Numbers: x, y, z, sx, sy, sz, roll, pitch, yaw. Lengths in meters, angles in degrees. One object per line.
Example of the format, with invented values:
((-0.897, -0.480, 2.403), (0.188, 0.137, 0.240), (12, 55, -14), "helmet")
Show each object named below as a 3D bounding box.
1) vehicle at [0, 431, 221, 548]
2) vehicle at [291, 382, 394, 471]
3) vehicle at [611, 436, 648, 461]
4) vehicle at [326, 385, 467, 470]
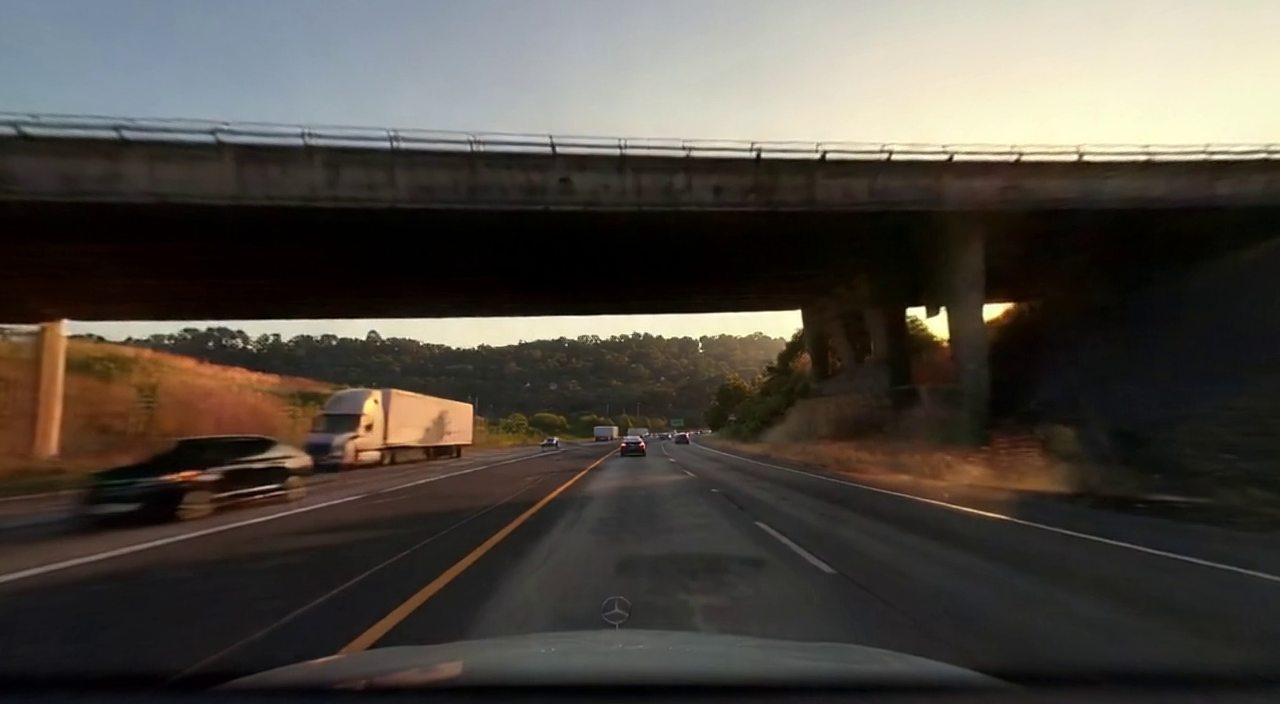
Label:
((-8.405, 1.883, 9.381), (1.790, 1.375, 3.778), (0, -7, -2), "vehicle")
((-13.671, 3.457, 29.234), (3.204, 3.934, 2.841), (0, -7, -1), "vehicle")
((-0.615, 5.481, 35.946), (1.996, 1.325, 4.029), (0, -7, -1), "vehicle")
((-13.768, 4.586, 37.718), (2.905, 4.072, 14.272), (0, -8, -1), "vehicle")
